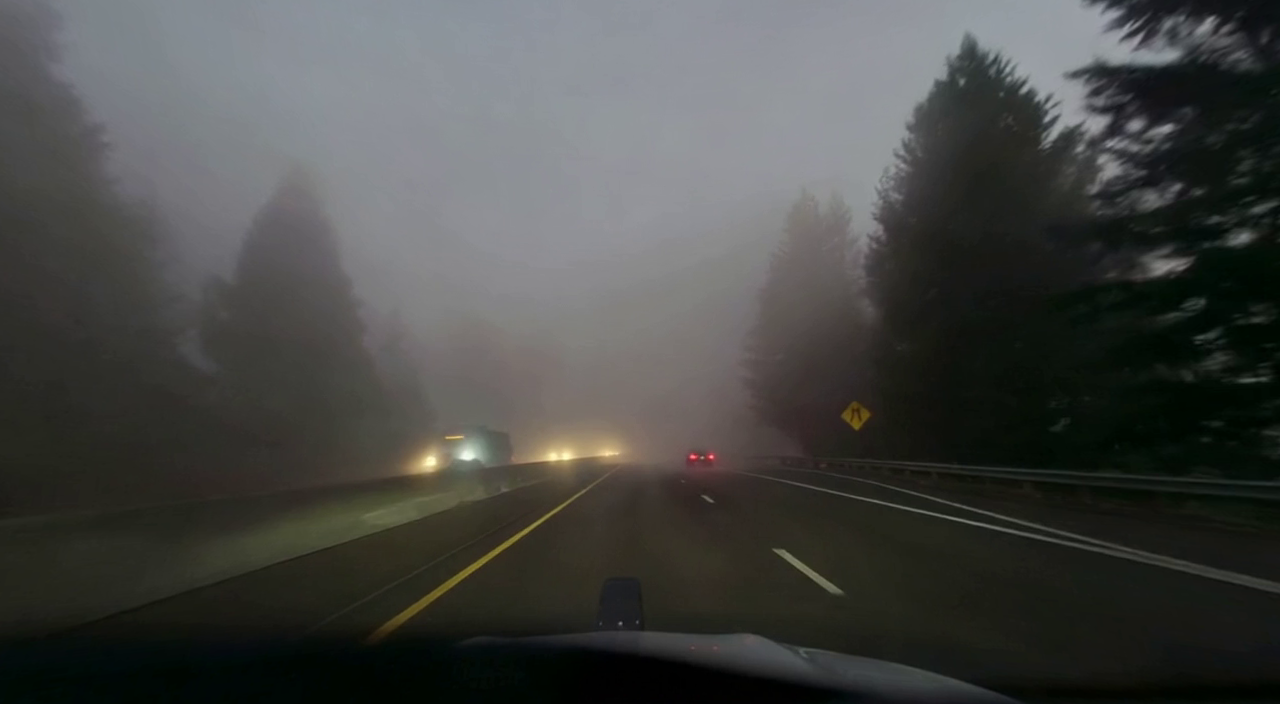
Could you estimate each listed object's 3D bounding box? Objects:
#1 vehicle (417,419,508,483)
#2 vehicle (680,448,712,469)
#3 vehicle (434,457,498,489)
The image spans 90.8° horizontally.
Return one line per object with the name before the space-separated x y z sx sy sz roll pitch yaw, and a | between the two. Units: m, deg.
vehicle | -13.196 7.641 48.740 2.895 4.132 14.189 0 -9 0
vehicle | 4.299 8.258 49.052 2.013 1.584 3.995 0 -9 -1
vehicle | -8.946 6.234 32.829 1.962 1.485 4.627 0 -9 0
